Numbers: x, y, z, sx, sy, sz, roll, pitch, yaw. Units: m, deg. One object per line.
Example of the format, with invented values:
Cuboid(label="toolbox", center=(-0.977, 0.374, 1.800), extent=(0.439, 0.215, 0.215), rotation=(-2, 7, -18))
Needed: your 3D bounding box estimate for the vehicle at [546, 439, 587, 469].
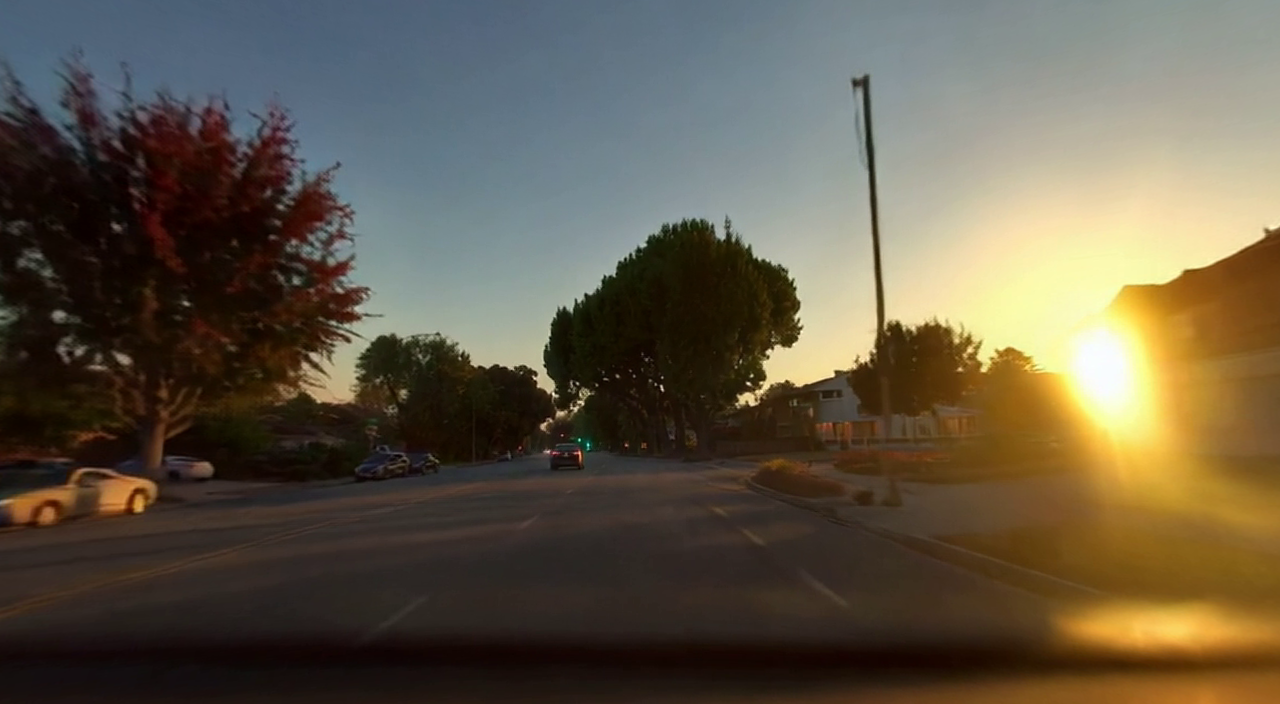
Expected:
Cuboid(label="vehicle", center=(-4.577, 6.431, 39.986), extent=(2.135, 1.731, 4.232), rotation=(0, -8, -1))

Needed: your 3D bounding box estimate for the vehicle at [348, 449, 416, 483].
Cuboid(label="vehicle", center=(-14.476, 6.398, 35.736), extent=(1.966, 1.760, 4.604), rotation=(0, -8, -1))

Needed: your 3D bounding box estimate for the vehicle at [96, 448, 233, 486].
Cuboid(label="vehicle", center=(-22.290, 5.379, 29.752), extent=(4.887, 1.711, 2.014), rotation=(0, -8, 4))

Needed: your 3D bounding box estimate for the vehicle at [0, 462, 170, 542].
Cuboid(label="vehicle", center=(-14.221, 3.515, 15.399), extent=(1.900, 1.494, 4.730), rotation=(0, -8, -1))
